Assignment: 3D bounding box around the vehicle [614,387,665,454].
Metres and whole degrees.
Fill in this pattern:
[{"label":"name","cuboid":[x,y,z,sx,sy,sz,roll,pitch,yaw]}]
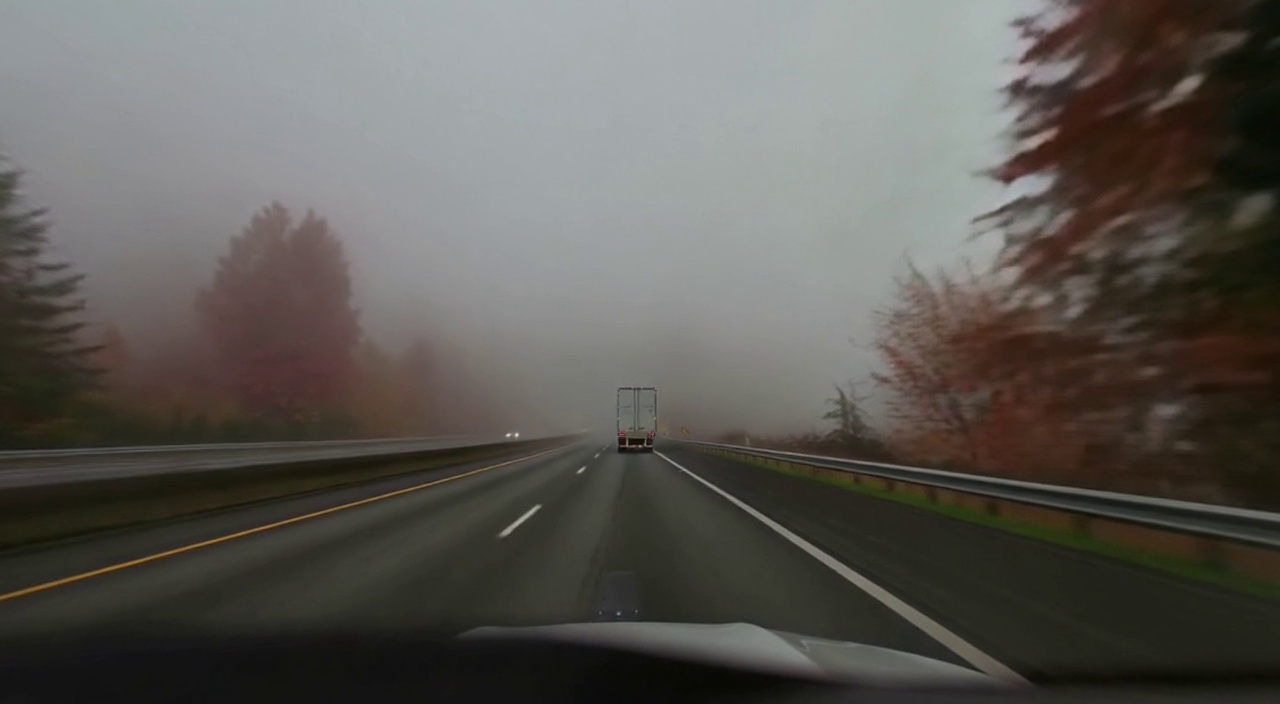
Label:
[{"label":"vehicle","cuboid":[-0.193,4.897,43.549,3.013,4.016,11.496,0,-8,-2]}]
